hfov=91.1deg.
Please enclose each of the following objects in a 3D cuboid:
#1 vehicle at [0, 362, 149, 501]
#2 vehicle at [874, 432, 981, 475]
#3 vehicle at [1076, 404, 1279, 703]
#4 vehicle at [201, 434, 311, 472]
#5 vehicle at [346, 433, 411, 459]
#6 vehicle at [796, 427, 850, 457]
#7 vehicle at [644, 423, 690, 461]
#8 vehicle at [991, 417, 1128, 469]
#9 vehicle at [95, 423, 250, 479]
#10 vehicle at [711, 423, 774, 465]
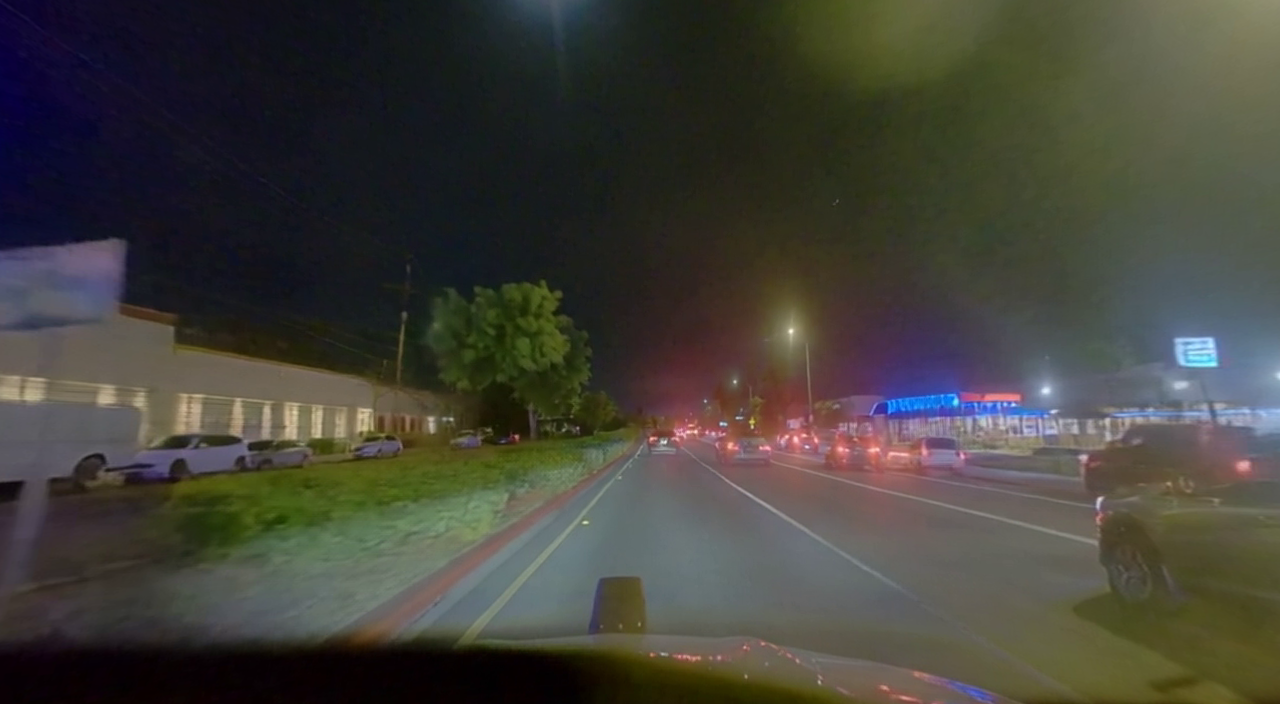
[{"bbox_3d":[-18.196,2.199,17.338,2.811,3.604,7.566,0,-8,2],"label":"vehicle"},{"bbox_3d":[11.334,4.027,25.185,2.110,1.535,4.506,1,-8,-1],"label":"vehicle"},{"bbox_3d":[4.033,0.867,2.140,1.908,1.463,4.506,0,-8,1],"label":"vehicle"},{"bbox_3d":[-18.170,4.792,30.077,2.141,1.655,4.978,0,-8,0],"label":"vehicle"},{"bbox_3d":[-17.781,6.375,42.961,2.034,1.532,5.548,1,-7,1],"label":"vehicle"},{"bbox_3d":[11.392,5.649,39.359,2.123,1.726,4.520,0,-8,1],"label":"vehicle"},{"bbox_3d":[1.276,4.418,30.794,2.098,1.682,3.778,0,-8,2],"label":"vehicle"},{"bbox_3d":[16.581,3.649,25.205,2.066,1.840,4.862,1,-8,-1],"label":"vehicle"},{"bbox_3d":[-18.230,3.892,24.928,1.948,1.965,5.421,0,-8,0],"label":"vehicle"},{"bbox_3d":[4.432,4.076,27.840,2.115,1.692,4.189,0,-8,0],"label":"vehicle"}]
